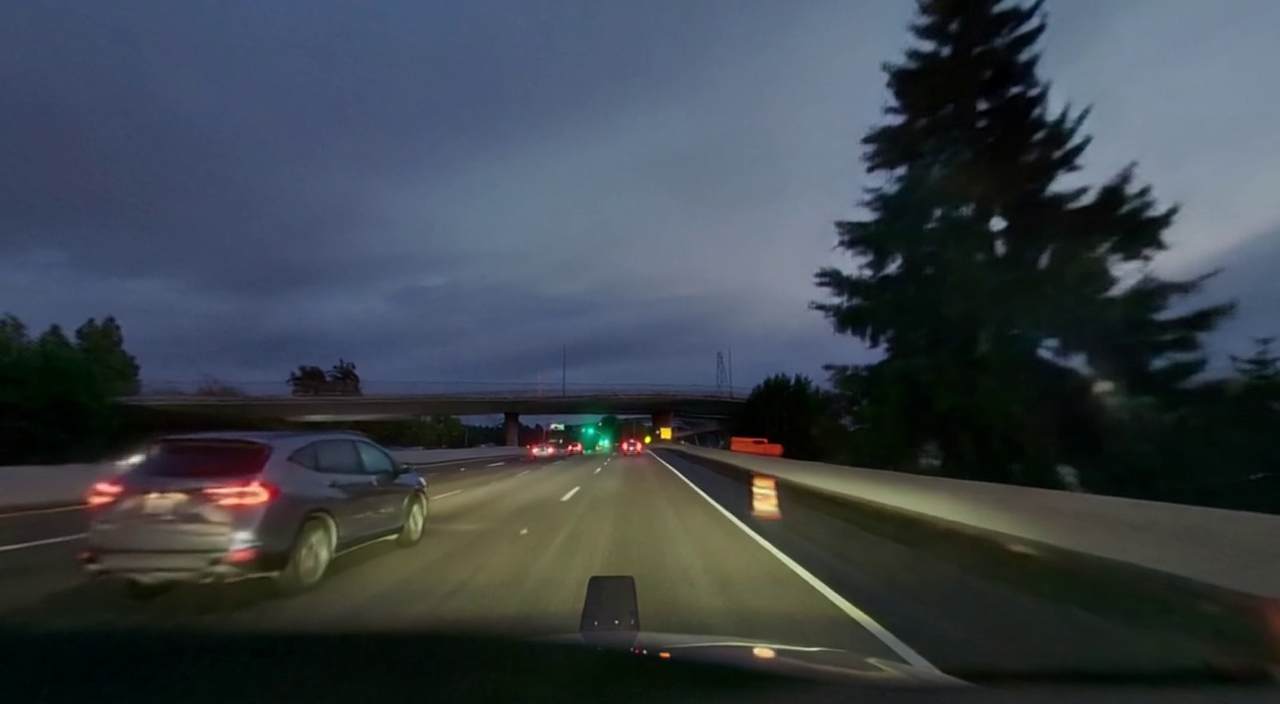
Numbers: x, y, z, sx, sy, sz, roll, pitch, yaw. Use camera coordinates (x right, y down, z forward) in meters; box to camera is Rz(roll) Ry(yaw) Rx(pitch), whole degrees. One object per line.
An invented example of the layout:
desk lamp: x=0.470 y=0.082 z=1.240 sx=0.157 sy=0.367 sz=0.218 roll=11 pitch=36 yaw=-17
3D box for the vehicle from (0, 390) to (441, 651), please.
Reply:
vehicle: x=-3.625 y=1.383 z=6.193 sx=2.024 sy=1.655 sz=4.192 roll=0 pitch=-8 yaw=-1

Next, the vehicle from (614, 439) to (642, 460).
vehicle: x=-0.916 y=7.296 z=47.242 sx=2.051 sy=1.459 sz=4.092 roll=0 pitch=-8 yaw=-1
